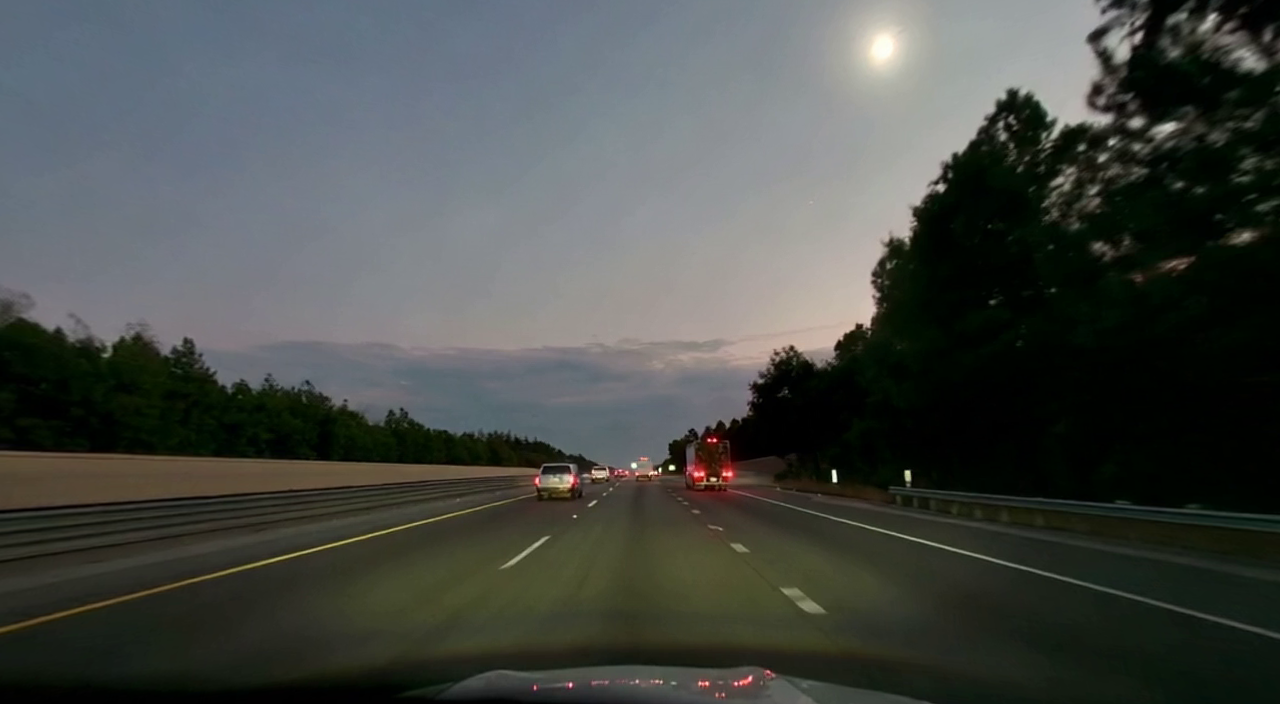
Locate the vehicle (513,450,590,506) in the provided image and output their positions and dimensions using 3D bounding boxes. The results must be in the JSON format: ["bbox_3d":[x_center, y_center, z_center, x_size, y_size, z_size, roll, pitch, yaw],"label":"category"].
[{"bbox_3d":[-3.264,4.808,24.230,2.204,1.852,4.661,1,-10,1],"label":"vehicle"}]

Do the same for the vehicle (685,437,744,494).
[{"bbox_3d":[4.148,6.512,36.098,2.703,2.988,5.097,1,-10,0],"label":"vehicle"}]
